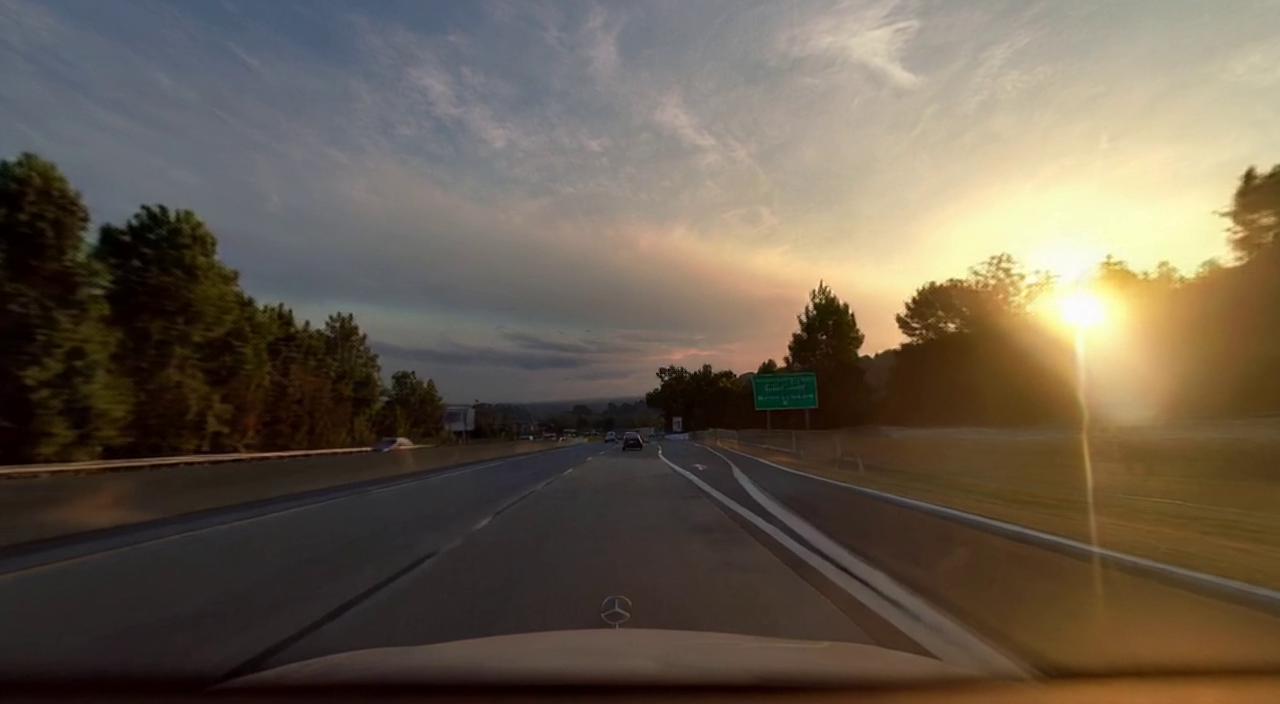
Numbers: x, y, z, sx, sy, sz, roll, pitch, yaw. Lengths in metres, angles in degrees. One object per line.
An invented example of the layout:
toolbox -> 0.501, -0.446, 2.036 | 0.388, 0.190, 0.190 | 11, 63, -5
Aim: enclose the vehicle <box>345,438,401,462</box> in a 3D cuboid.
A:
vehicle -> -17.879, 6.557, 42.454 | 1.817, 1.479, 4.483 | 0, -8, 0
